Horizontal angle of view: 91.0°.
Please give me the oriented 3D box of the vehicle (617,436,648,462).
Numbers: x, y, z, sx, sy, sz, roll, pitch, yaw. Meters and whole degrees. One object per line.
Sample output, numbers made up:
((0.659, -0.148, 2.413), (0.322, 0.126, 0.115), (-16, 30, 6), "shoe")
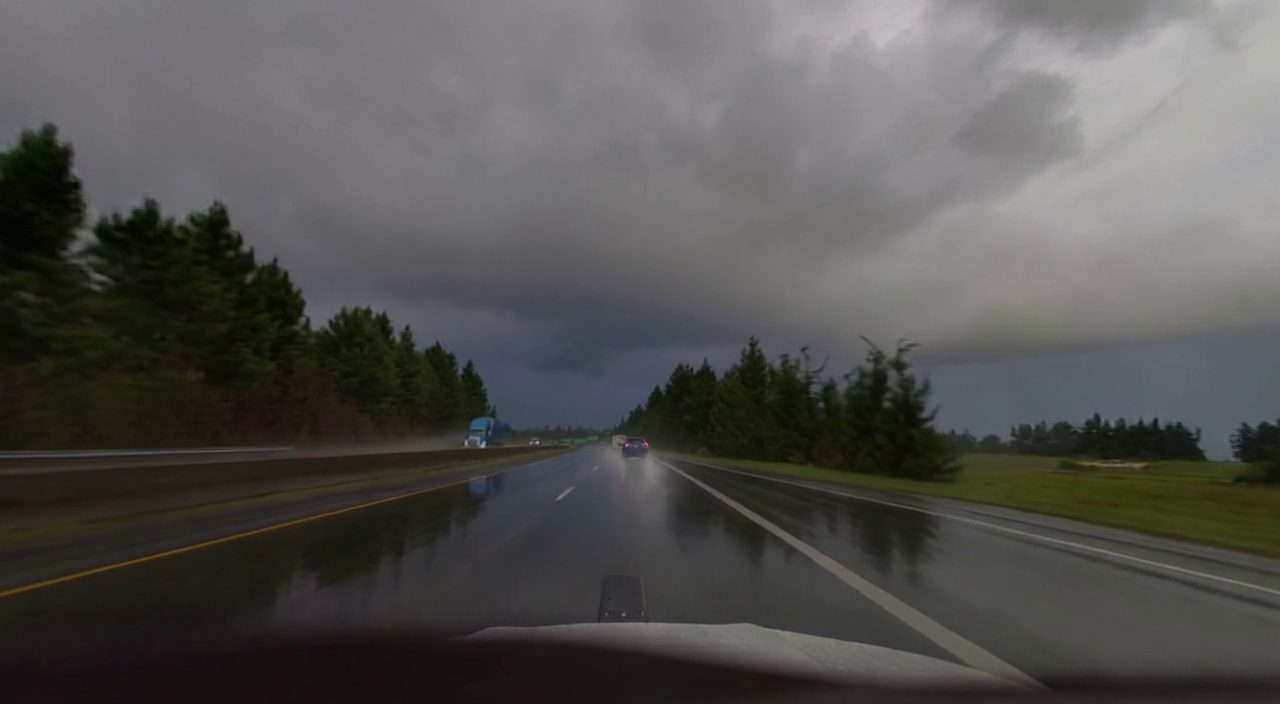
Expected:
((-0.596, 6.948, 45.096), (2.079, 1.729, 4.380), (0, -8, -3), "vehicle")
